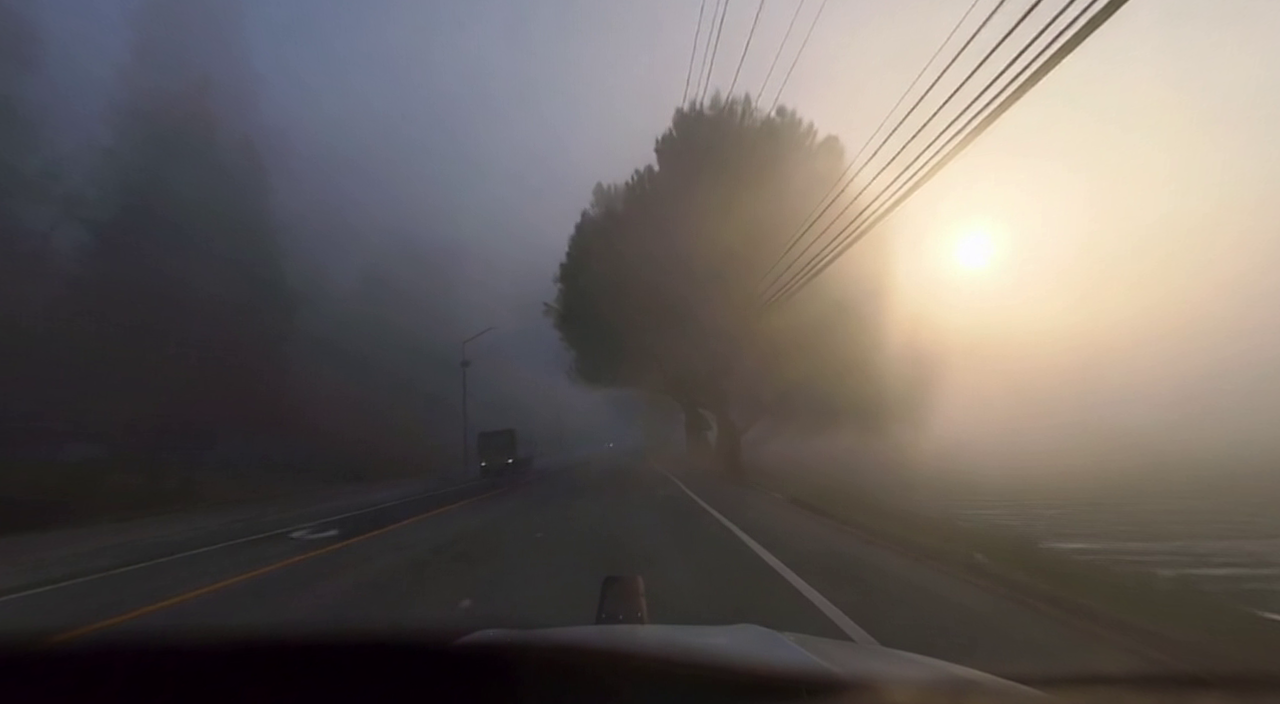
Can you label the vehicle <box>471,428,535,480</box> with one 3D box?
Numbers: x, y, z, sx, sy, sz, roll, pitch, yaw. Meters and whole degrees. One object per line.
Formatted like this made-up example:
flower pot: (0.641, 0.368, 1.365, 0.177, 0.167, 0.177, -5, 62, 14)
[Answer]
vehicle: (-7.996, 5.925, 37.470, 2.351, 2.696, 6.106, -2, -7, 1)
